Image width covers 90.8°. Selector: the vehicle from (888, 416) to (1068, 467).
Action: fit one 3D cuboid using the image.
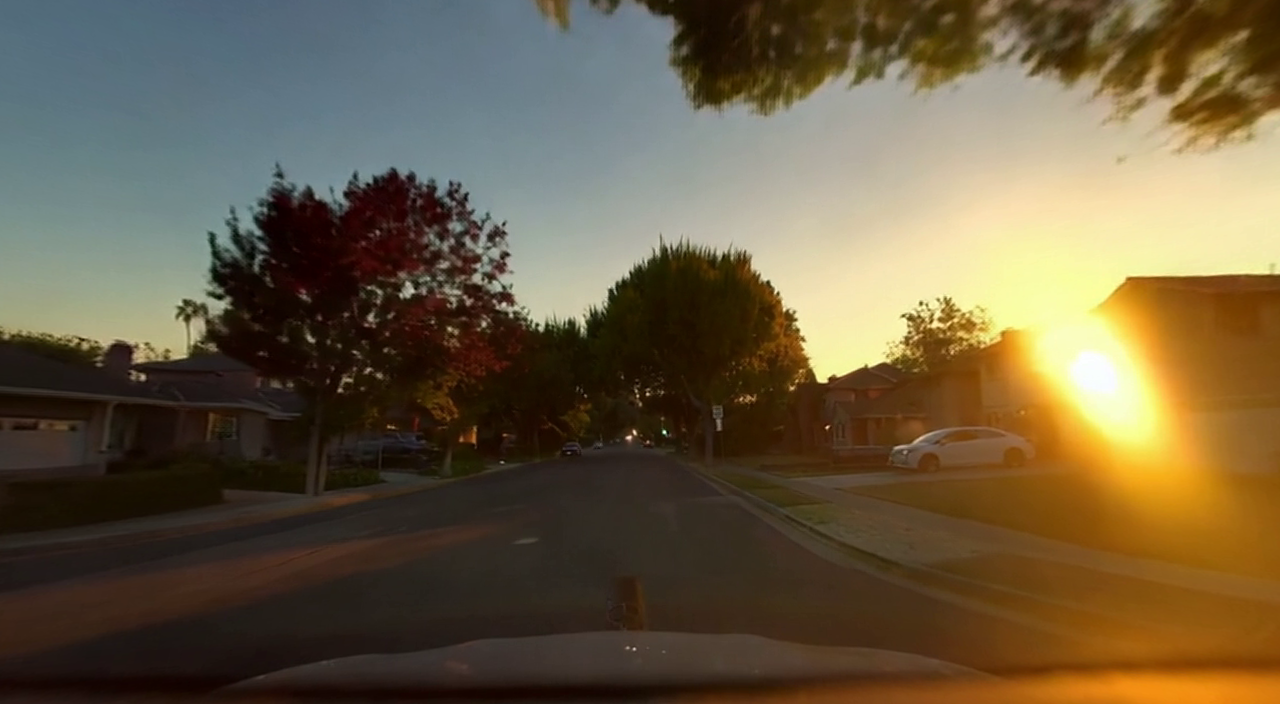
[{"bbox_3d":[11.240,3.025,21.311,4.894,1.616,1.965,0,-8,2],"label":"vehicle"}]
